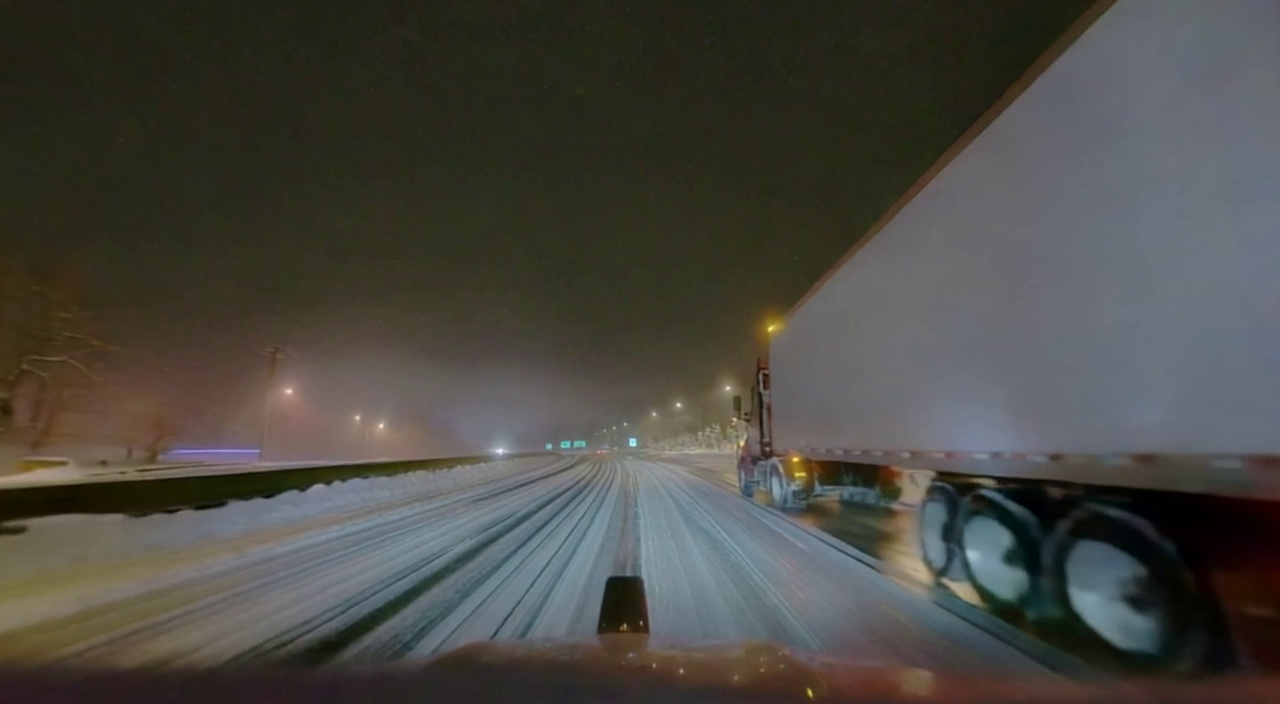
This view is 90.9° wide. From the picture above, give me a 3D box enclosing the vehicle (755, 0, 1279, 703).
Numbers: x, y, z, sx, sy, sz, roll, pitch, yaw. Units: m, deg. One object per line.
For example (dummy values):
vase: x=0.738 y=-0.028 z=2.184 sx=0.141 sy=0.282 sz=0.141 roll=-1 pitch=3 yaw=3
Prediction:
vehicle: x=4.899 y=0.814 z=11.273 sx=2.932 sy=4.205 sz=18.253 roll=0 pitch=-8 yaw=2
